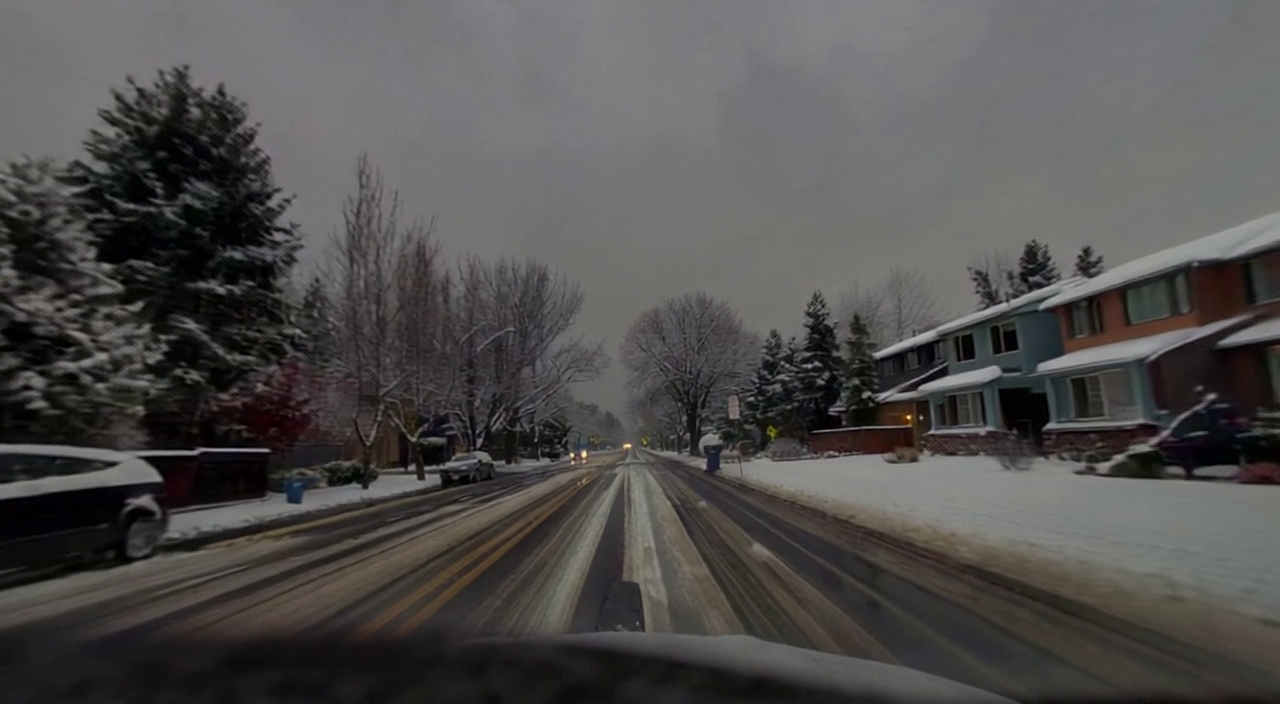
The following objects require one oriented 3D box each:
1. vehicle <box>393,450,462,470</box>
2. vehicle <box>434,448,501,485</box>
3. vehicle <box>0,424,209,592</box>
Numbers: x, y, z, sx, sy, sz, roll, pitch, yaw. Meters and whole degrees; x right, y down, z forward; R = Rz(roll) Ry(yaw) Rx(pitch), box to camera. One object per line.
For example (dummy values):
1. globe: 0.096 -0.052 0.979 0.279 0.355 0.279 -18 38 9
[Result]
1. vehicle: -15.793 8.046 47.068 4.446 1.451 1.828 -1 -9 7
2. vehicle: -7.950 5.291 29.539 1.880 1.469 4.221 -4 -9 0
3. vehicle: -7.762 1.823 7.402 2.122 1.739 4.770 -4 -8 0
